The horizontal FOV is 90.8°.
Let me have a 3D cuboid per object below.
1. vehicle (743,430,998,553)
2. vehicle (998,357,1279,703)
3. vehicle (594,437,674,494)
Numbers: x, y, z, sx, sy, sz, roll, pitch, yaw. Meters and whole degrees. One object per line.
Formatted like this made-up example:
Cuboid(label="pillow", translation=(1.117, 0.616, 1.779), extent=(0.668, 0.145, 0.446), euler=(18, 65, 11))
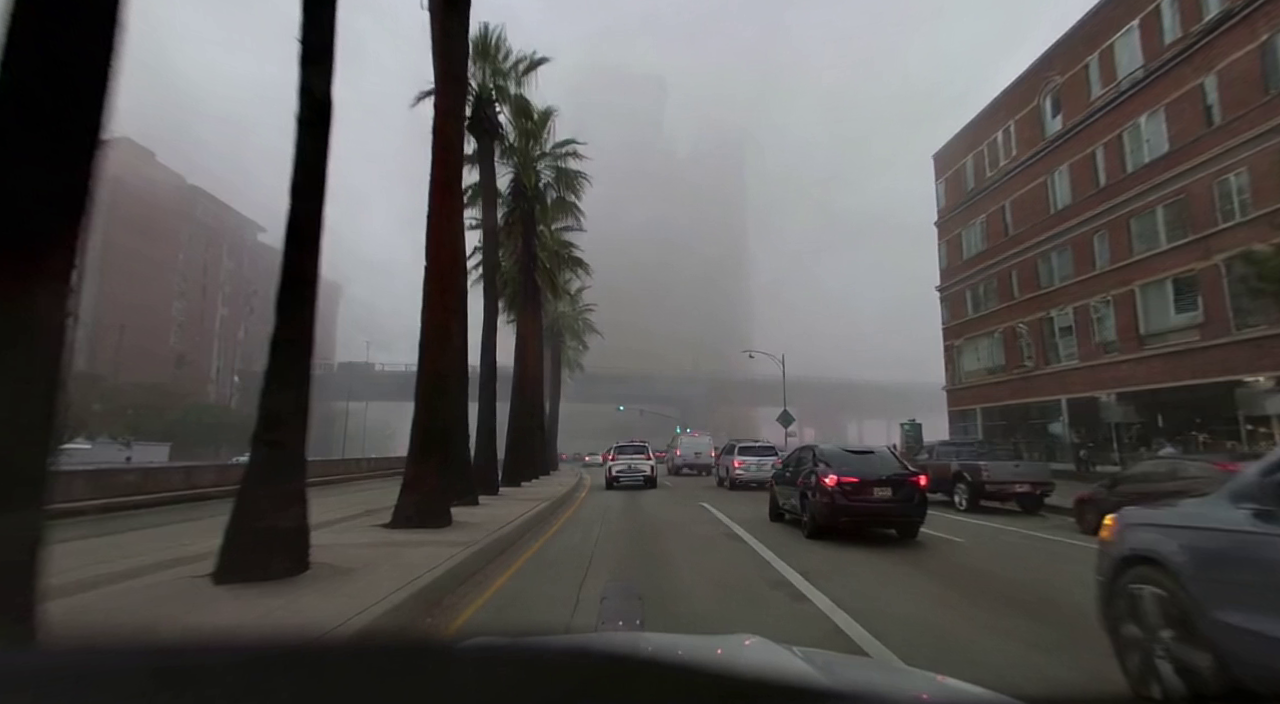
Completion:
Cuboid(label="vehicle", translation=(3.290, 2.105, 10.312), extent=(2.238, 1.522, 4.627), euler=(0, -9, -3))
Cuboid(label="vehicle", translation=(3.501, 0.780, 1.947), extent=(2.129, 1.649, 4.491), euler=(0, -9, 0))
Cuboid(label="vehicle", translation=(-0.333, 3.654, 20.742), extent=(2.332, 1.625, 4.933), euler=(0, -9, -4))
